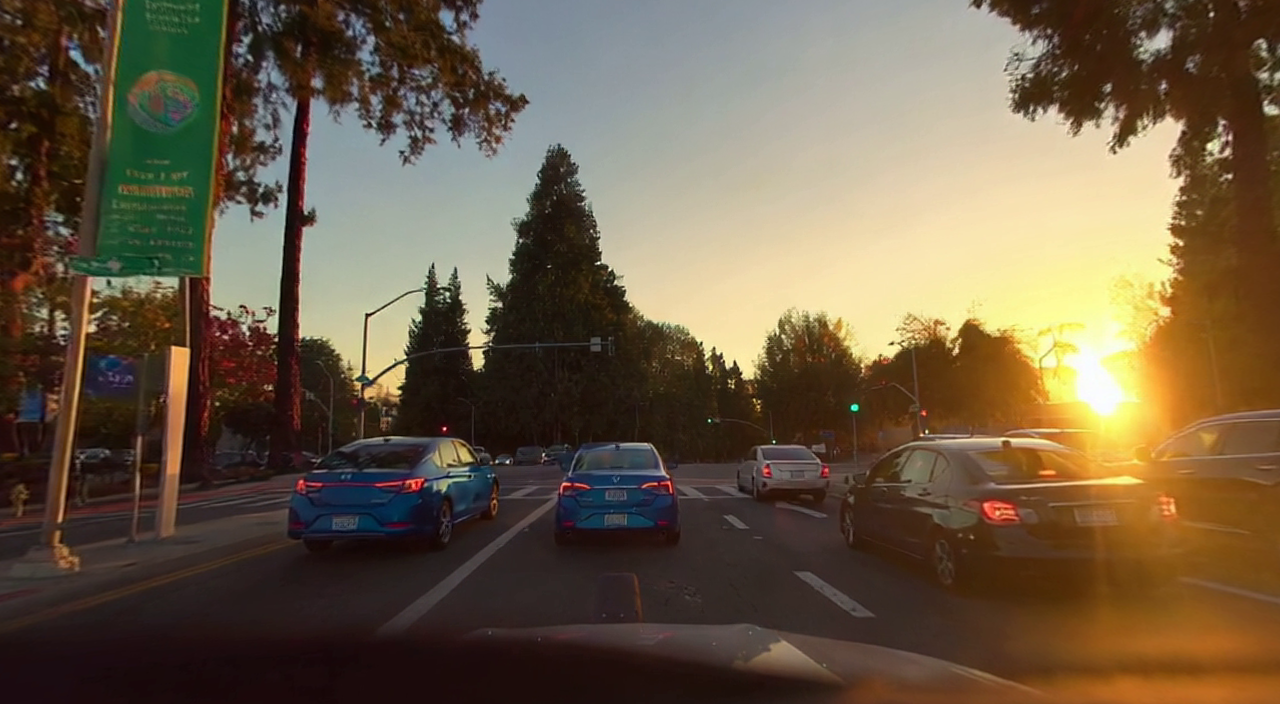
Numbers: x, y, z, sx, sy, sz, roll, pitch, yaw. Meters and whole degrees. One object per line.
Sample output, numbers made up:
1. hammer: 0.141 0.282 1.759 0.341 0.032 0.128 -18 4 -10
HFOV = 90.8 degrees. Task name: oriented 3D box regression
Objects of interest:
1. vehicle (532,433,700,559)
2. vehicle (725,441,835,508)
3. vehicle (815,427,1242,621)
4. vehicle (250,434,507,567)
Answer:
1. vehicle: -0.303 1.985 9.400 1.994 1.479 3.647 0 -8 -1
2. vehicle: 3.423 3.049 16.215 1.852 1.498 3.825 0 -8 -1
3. vehicle: 3.617 1.657 7.151 1.953 1.471 4.470 0 -8 0
4. vehicle: -3.360 1.966 9.167 1.929 1.457 4.136 0 -8 0
